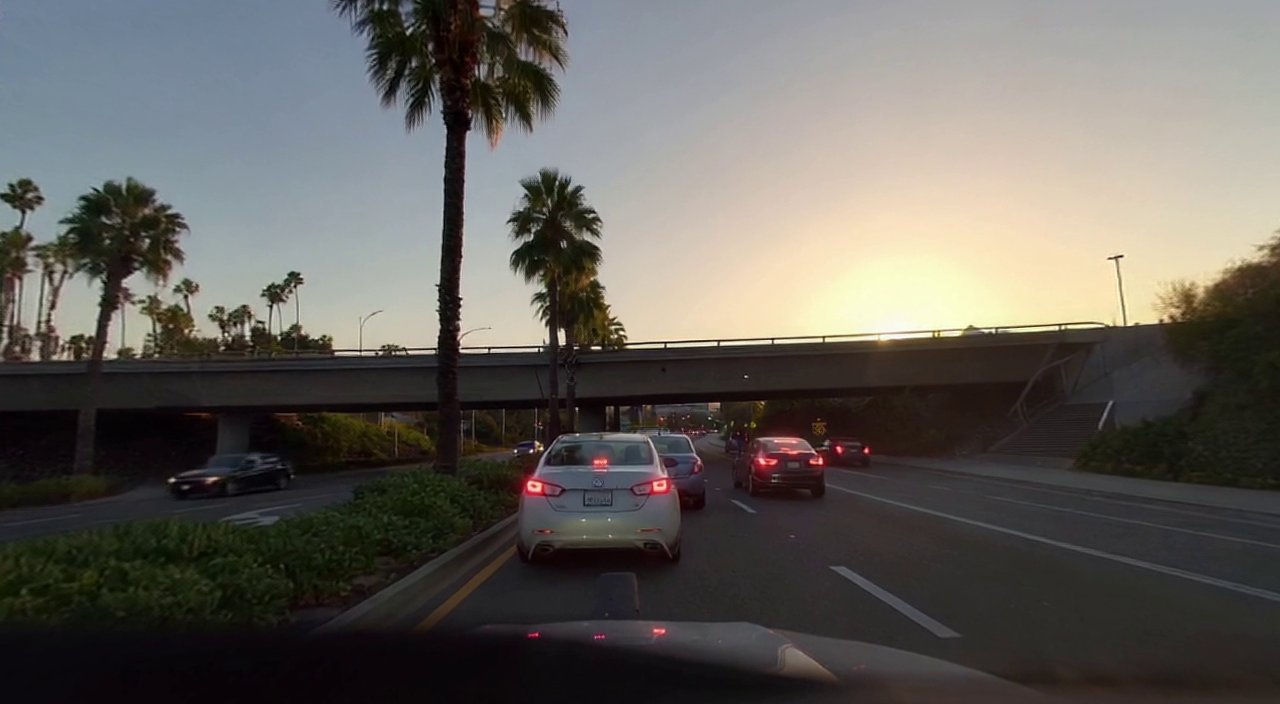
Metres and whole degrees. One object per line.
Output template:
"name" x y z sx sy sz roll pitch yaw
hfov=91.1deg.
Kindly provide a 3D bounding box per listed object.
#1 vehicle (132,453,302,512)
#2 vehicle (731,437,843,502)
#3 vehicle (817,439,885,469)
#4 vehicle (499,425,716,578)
"vehicle" -12.288 3.772 18.679 1.933 1.486 4.449 0 -9 0
"vehicle" 3.838 3.144 17.328 2.034 1.517 4.840 0 -9 2
"vehicle" 11.188 5.450 33.677 2.100 1.469 4.772 0 -9 2
"vehicle" -0.260 1.801 8.357 2.172 1.506 4.018 0 -9 2
